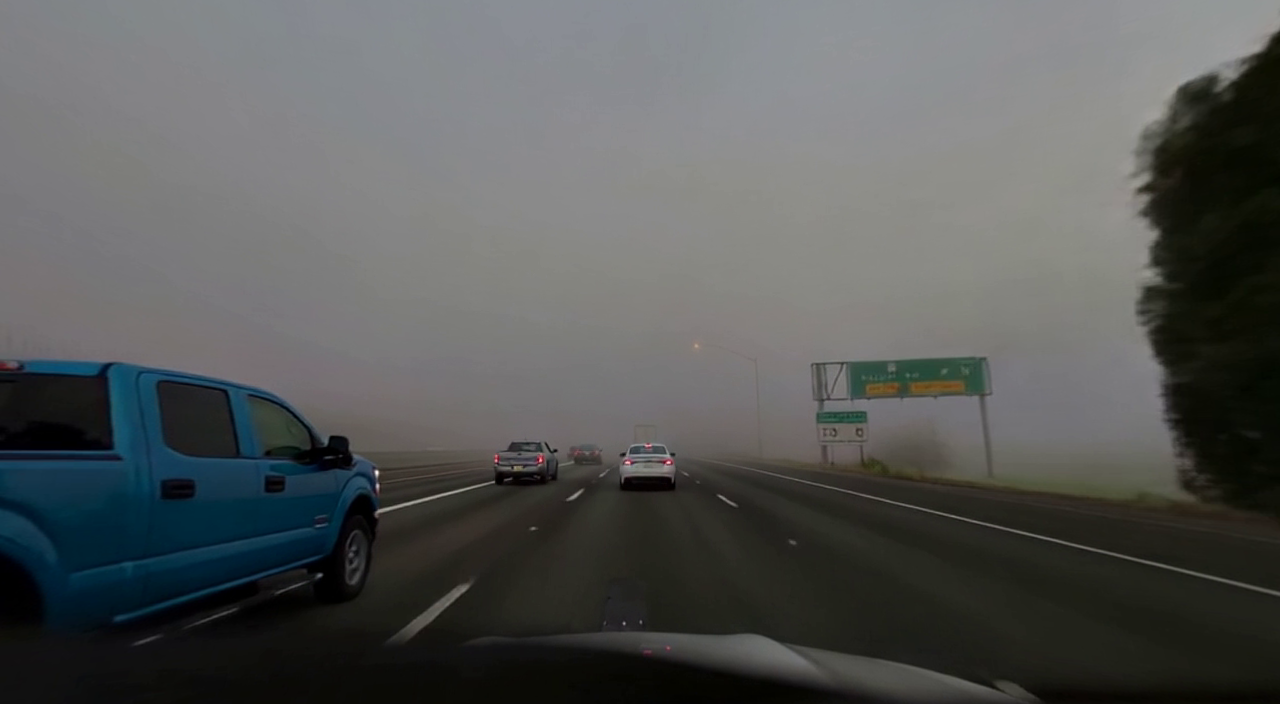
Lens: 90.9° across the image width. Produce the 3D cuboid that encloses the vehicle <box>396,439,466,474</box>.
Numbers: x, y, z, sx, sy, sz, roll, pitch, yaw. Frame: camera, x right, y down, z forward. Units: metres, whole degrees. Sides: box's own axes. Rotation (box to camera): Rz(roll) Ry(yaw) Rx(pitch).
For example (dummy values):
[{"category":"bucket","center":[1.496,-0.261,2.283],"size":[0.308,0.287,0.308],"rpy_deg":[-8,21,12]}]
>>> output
[{"category":"vehicle","center":[-10.384,5.217,31.715],"size":[1.941,1.602,4.277],"rpy_deg":[0,-8,2]}]

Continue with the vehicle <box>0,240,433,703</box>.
[{"category":"vehicle","center":[-3.413,0.850,3.699],"size":[2.269,2.060,5.933],"rpy_deg":[0,-8,1]}]

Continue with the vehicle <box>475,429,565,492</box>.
[{"category":"vehicle","center":[-3.604,3.348,19.790],"size":[1.903,1.721,4.210],"rpy_deg":[0,-8,1]}]

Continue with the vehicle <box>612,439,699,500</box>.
[{"category":"vehicle","center":[0.372,3.093,17.015],"size":[2.054,1.421,4.090],"rpy_deg":[0,-8,0]}]

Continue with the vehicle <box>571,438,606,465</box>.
[{"category":"vehicle","center":[-3.285,6.465,41.140],"size":[1.897,1.646,4.049],"rpy_deg":[0,-8,1]}]
